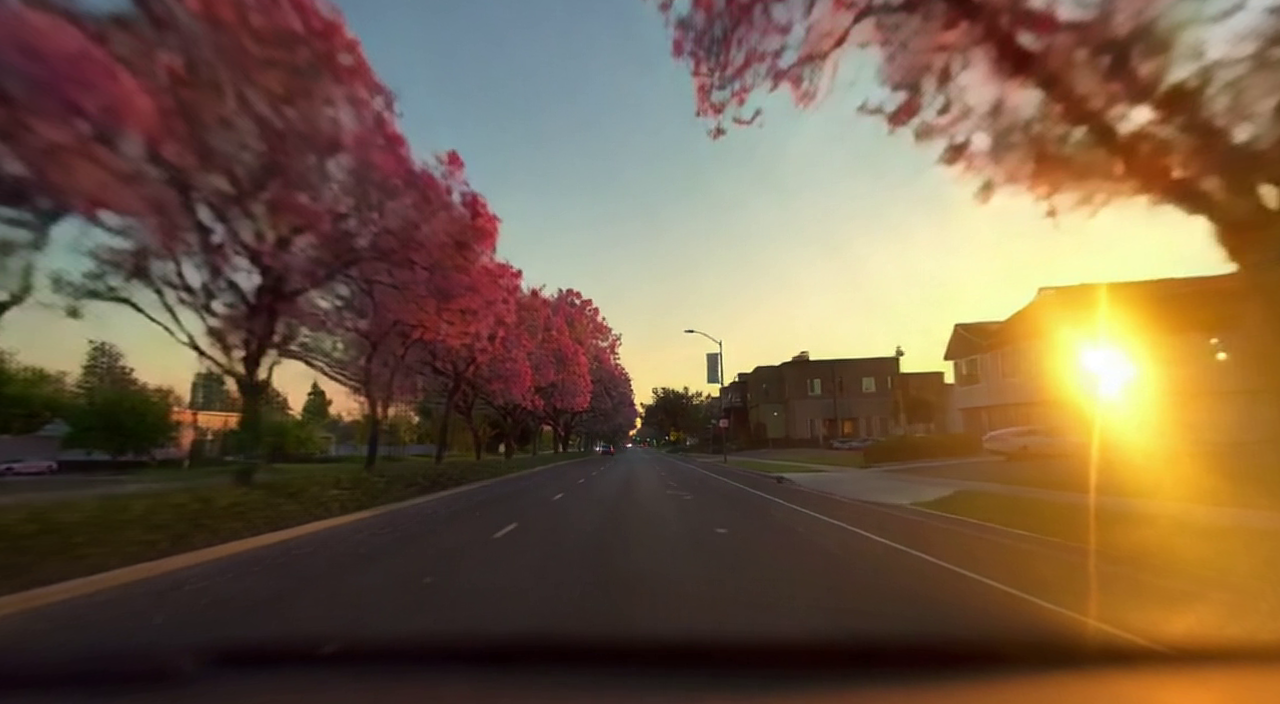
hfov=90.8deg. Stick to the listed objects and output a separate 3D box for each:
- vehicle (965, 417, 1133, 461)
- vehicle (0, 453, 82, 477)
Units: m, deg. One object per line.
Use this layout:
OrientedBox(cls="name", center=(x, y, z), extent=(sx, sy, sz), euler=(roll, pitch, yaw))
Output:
OrientedBox(cls="vehicle", center=(15.185, 3.266, 23.664), extent=(4.877, 1.592, 1.913), euler=(0, -8, 2))
OrientedBox(cls="vehicle", center=(-45.906, 8.583, 48.225), extent=(4.530, 1.734, 2.066), euler=(0, -8, -2))
